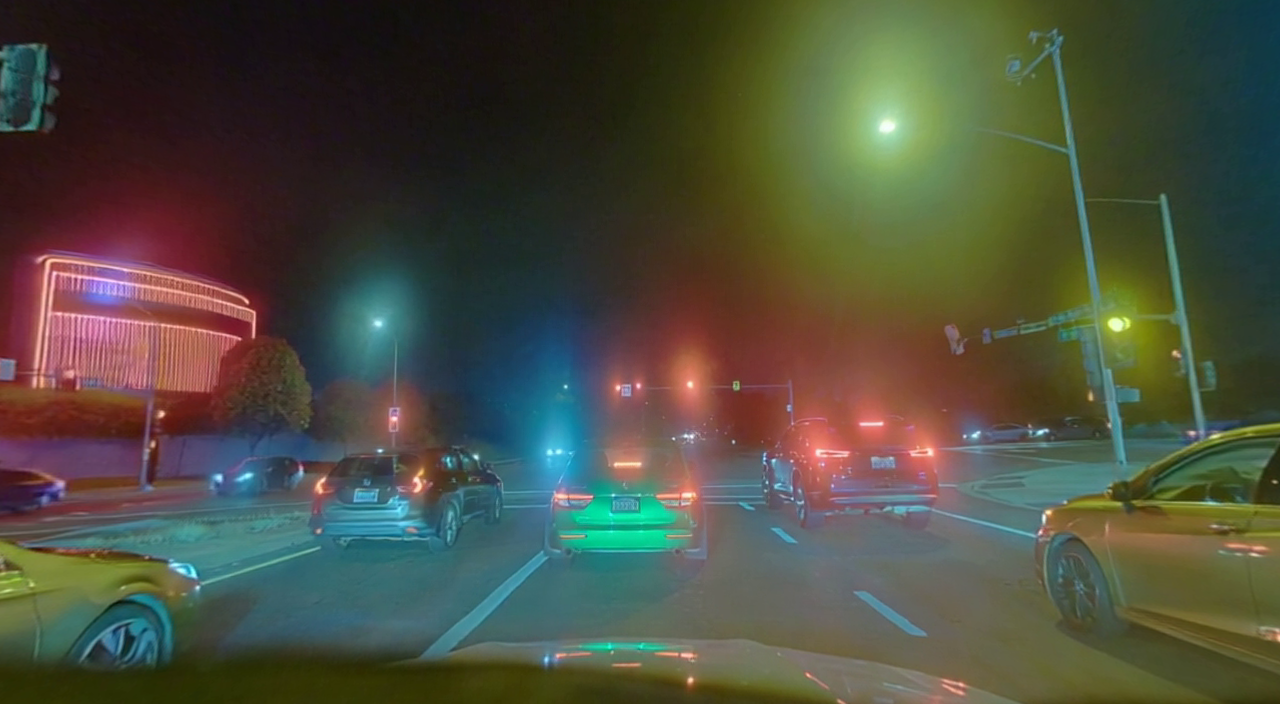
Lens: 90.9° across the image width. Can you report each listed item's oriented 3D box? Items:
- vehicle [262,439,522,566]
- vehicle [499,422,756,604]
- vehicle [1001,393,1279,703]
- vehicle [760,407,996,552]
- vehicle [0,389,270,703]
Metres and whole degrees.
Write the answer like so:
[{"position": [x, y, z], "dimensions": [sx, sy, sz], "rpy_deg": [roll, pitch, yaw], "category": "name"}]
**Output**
[{"position": [-3.306, 2.074, 9.554], "dimensions": [1.995, 1.436, 4.373], "rpy_deg": [-1, -8, 3], "category": "vehicle"}, {"position": [-0.132, 1.656, 7.407], "dimensions": [2.140, 1.499, 4.119], "rpy_deg": [0, -8, -1], "category": "vehicle"}, {"position": [3.940, 0.973, 3.105], "dimensions": [1.800, 1.519, 4.198], "rpy_deg": [0, -8, 0], "category": "vehicle"}, {"position": [3.311, 1.863, 9.837], "dimensions": [1.992, 1.744, 4.183], "rpy_deg": [0, -8, 0], "category": "vehicle"}, {"position": [-3.476, 0.845, 1.847], "dimensions": [2.016, 1.547, 4.414], "rpy_deg": [0, -8, 1], "category": "vehicle"}]
